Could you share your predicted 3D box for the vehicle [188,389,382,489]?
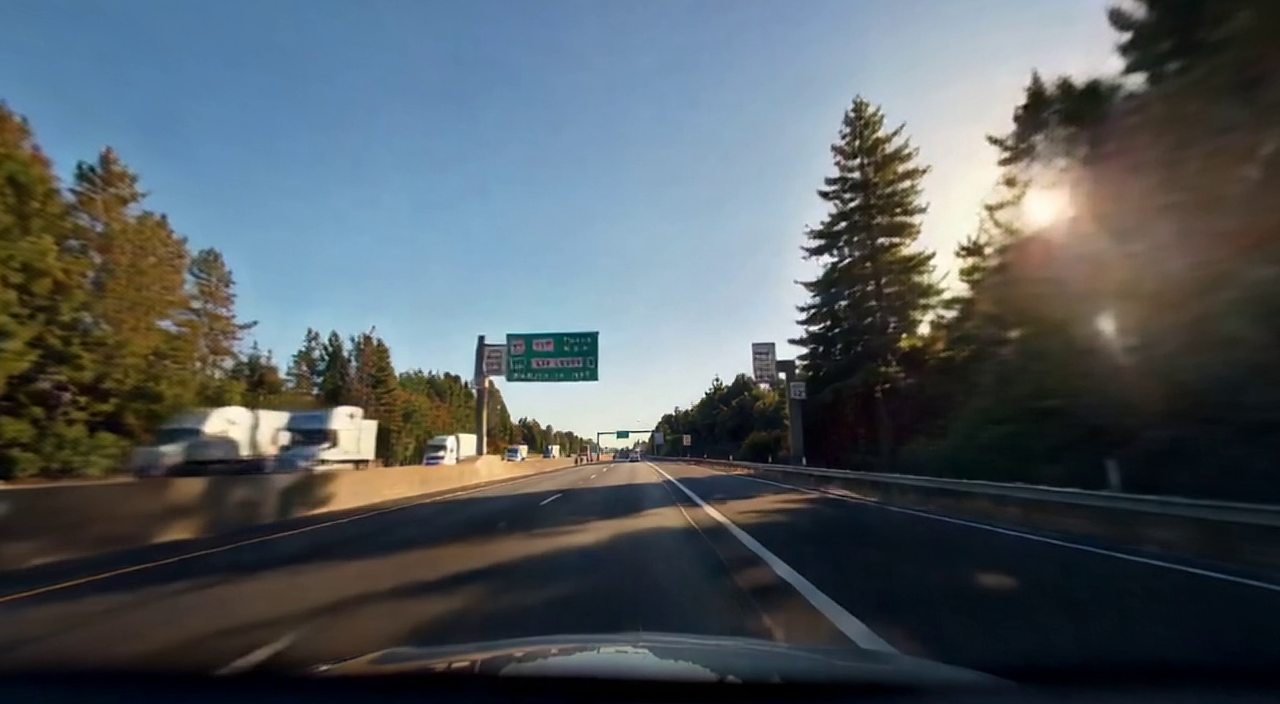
[{"bbox_3d":[-15.548,4.119,29.097,2.838,3.762,10.694,0,-9,-1],"label":"vehicle"}]
